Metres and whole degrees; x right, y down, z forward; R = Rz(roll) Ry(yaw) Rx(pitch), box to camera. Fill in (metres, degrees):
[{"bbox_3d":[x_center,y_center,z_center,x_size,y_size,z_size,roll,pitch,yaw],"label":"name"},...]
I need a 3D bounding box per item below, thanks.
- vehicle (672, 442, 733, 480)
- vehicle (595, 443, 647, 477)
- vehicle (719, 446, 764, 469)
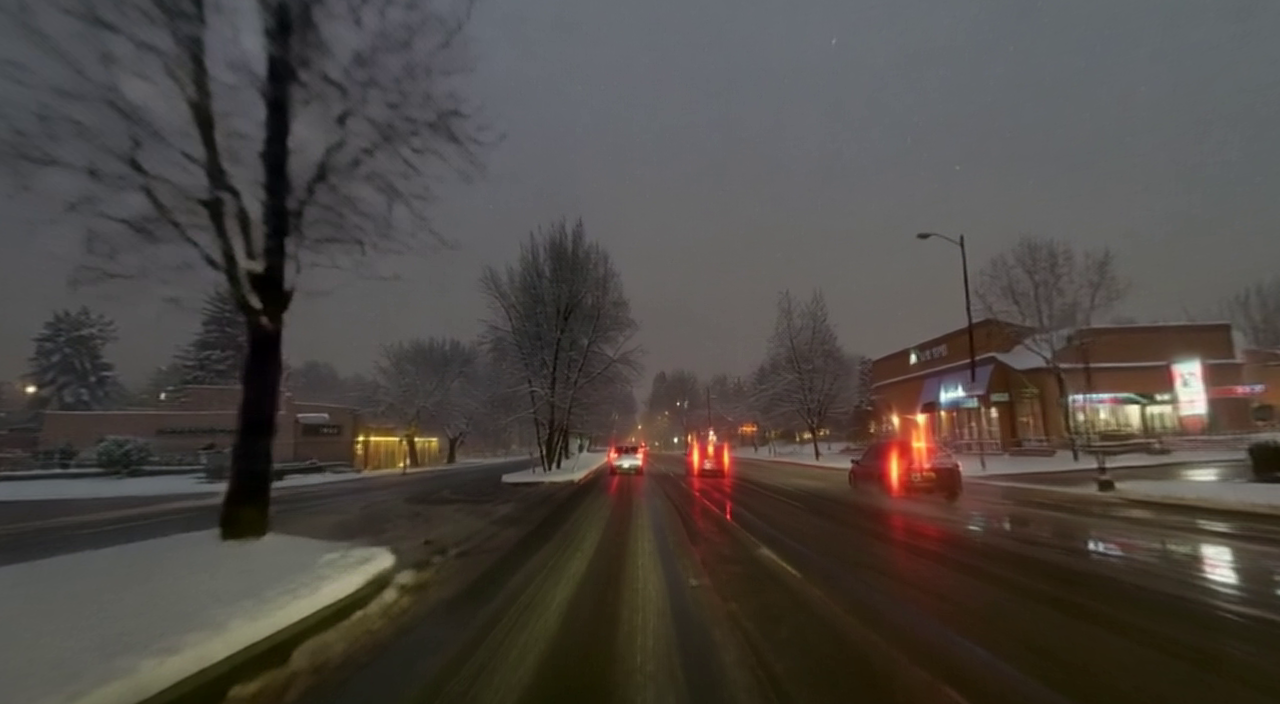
[{"bbox_3d":[2.612,4.718,27.669,2.057,1.491,4.675,0,-9,-2],"label":"vehicle"},{"bbox_3d":[-0.859,5.003,29.521,2.242,1.474,4.127,0,-9,-1],"label":"vehicle"},{"bbox_3d":[6.337,6.640,39.997,2.068,1.393,3.874,0,-9,-2],"label":"vehicle"}]
